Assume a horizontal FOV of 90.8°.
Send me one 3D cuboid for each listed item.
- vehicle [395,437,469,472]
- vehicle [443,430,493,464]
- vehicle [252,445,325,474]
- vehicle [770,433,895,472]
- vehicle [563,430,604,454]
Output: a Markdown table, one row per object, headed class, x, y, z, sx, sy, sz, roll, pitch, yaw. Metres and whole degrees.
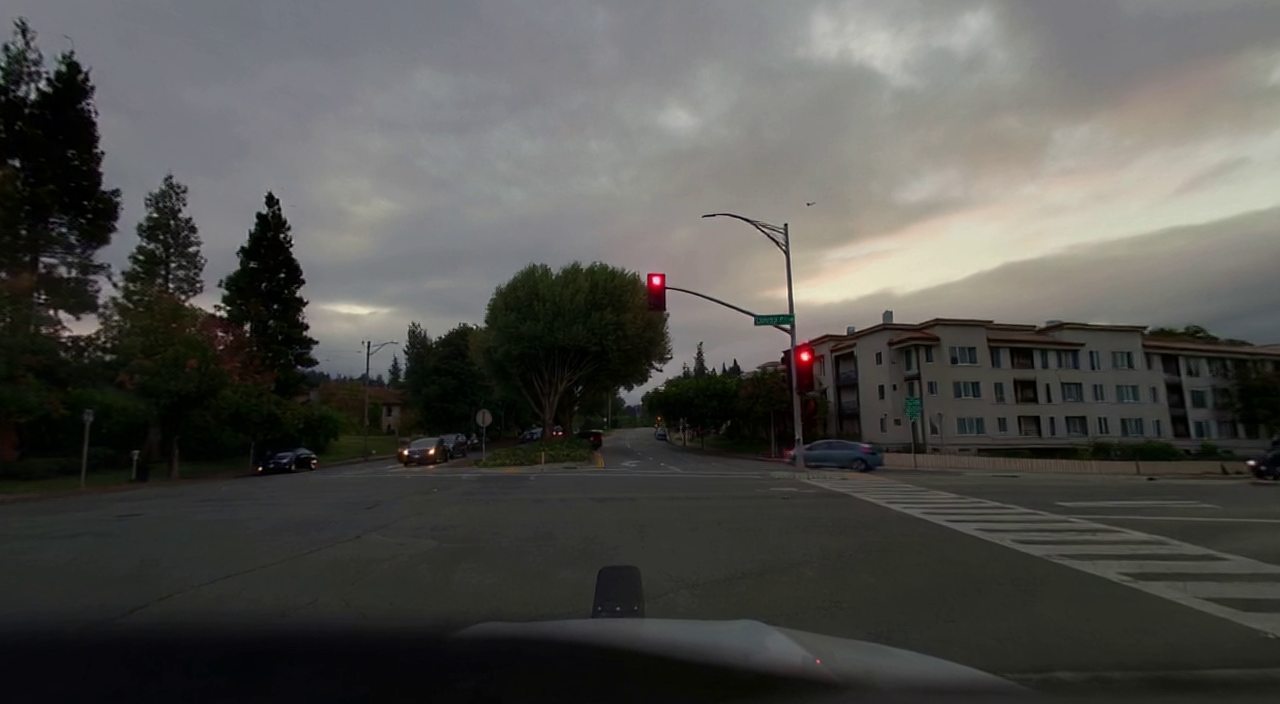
| class | x | y | z | sx | sy | sz | roll | pitch | yaw |
| --- | --- | --- | --- | --- | --- | --- | --- | --- | --- |
| vehicle | -9.681 | 4.800 | 29.785 | 2.116 | 1.521 | 4.294 | 0 | -9 | -2 |
| vehicle | -9.769 | 5.452 | 36.191 | 1.910 | 1.818 | 4.057 | 0 | -9 | -3 |
| vehicle | -21.089 | 6.458 | 38.124 | 1.981 | 1.628 | 4.336 | 0 | -9 | -1 |
| vehicle | 8.430 | 4.445 | 27.980 | 4.790 | 1.571 | 2.073 | -8 | -12 | 43 |
| vehicle | -4.249 | 6.742 | 47.118 | 1.993 | 1.664 | 4.424 | 3 | -9 | -19 |
